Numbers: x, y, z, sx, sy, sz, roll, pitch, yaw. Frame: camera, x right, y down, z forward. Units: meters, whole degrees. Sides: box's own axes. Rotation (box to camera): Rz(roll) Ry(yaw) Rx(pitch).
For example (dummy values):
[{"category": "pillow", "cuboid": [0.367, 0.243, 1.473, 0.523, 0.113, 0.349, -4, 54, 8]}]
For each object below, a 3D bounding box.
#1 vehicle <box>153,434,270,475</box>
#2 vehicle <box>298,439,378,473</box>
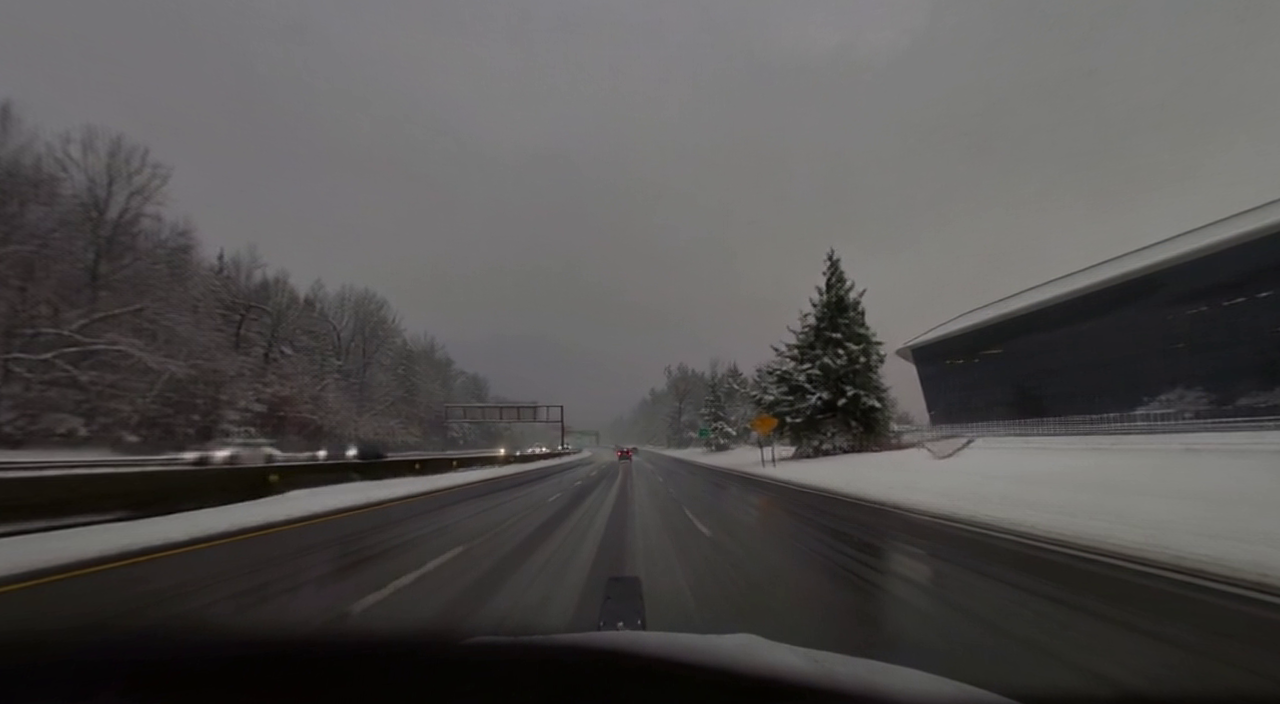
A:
[{"category": "vehicle", "cuboid": [-18.749, 4.518, 27.866, 2.147, 1.616, 4.226, 0, -9, 0]}, {"category": "vehicle", "cuboid": [-14.425, 4.993, 30.388, 1.901, 1.462, 3.936, 0, -9, 0]}]
